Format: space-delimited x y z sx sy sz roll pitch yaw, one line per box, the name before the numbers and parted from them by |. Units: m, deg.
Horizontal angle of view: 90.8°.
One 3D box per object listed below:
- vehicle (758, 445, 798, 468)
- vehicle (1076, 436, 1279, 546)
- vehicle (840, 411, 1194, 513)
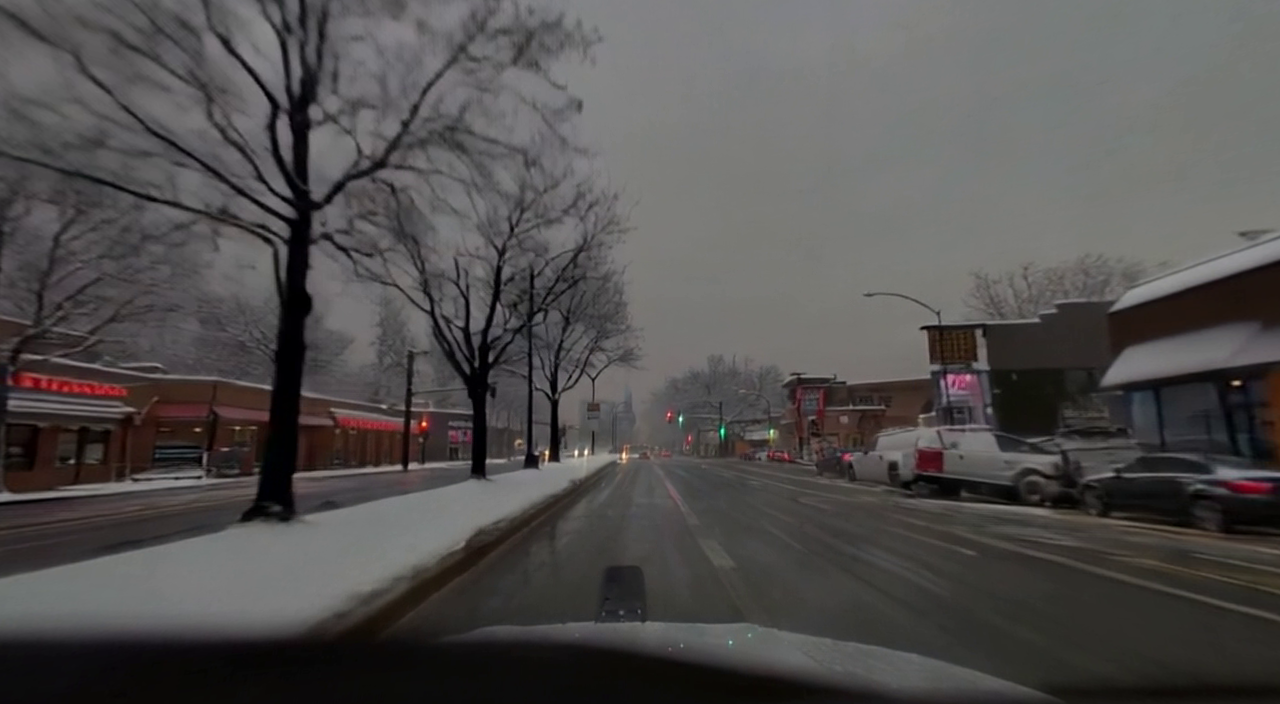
vehicle | 9.550 7.262 44.029 1.844 1.449 4.149 0 -9 0
vehicle | 9.768 2.147 10.237 1.876 1.511 4.726 0 -9 -2
vehicle | 10.038 2.892 17.006 6.229 2.004 6.552 7 -13 -43
